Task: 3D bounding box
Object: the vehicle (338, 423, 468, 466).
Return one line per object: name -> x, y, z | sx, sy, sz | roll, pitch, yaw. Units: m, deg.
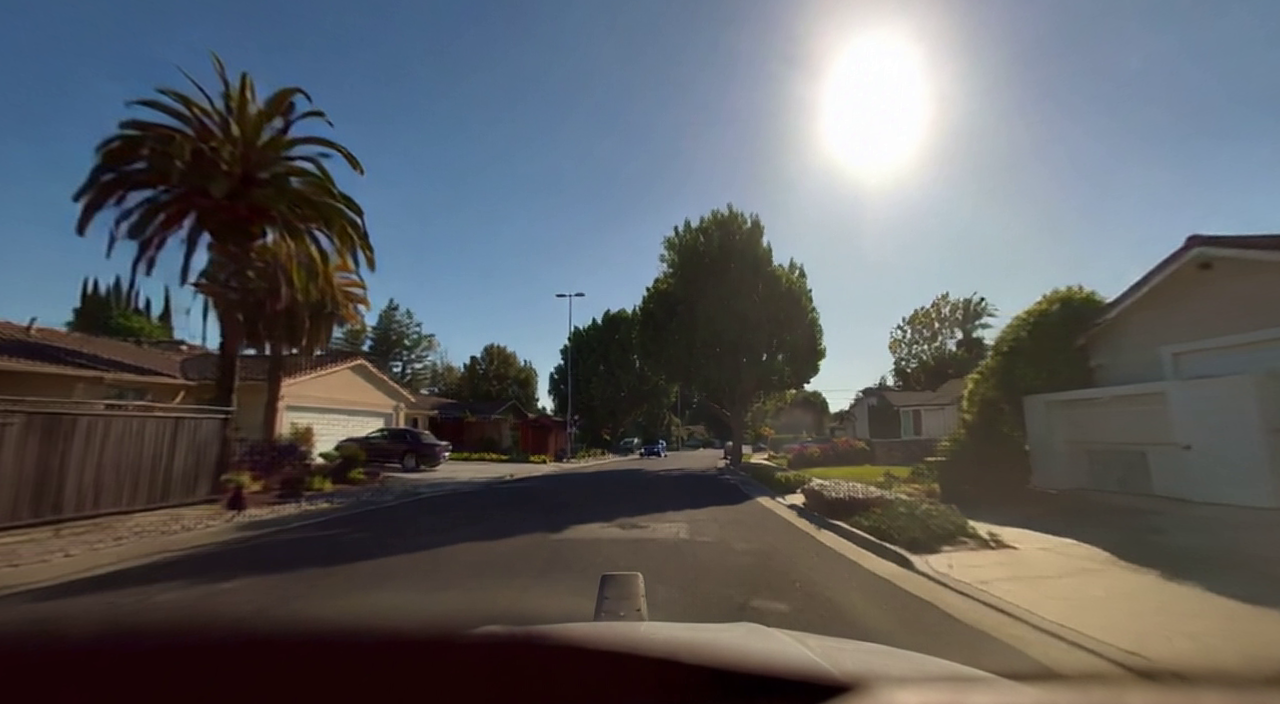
vehicle -> -11.572, 4.566, 31.158 | 5.497, 1.983, 2.191 | 0, -9, 3
